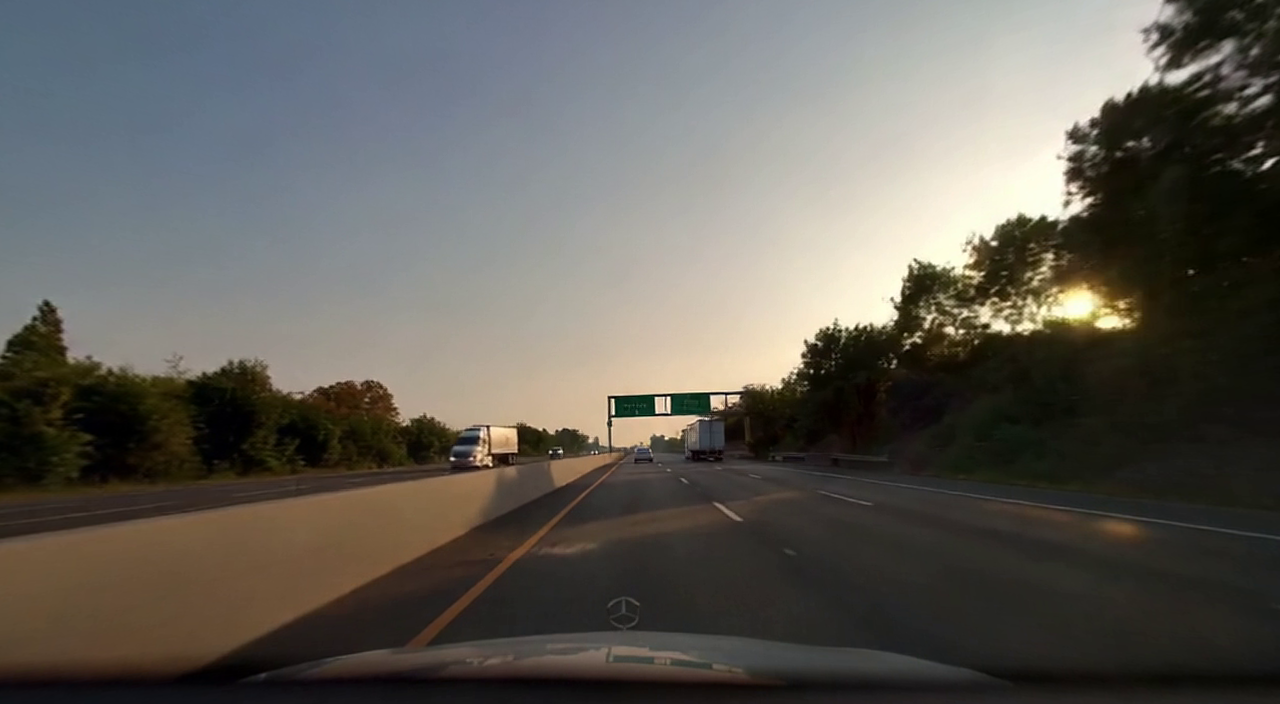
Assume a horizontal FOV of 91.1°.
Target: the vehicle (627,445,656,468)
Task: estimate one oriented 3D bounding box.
[{"bbox_3d":[0.084,7.628,45.941,2.024,1.579,3.707,-1,-9,0],"label":"vehicle"}]
